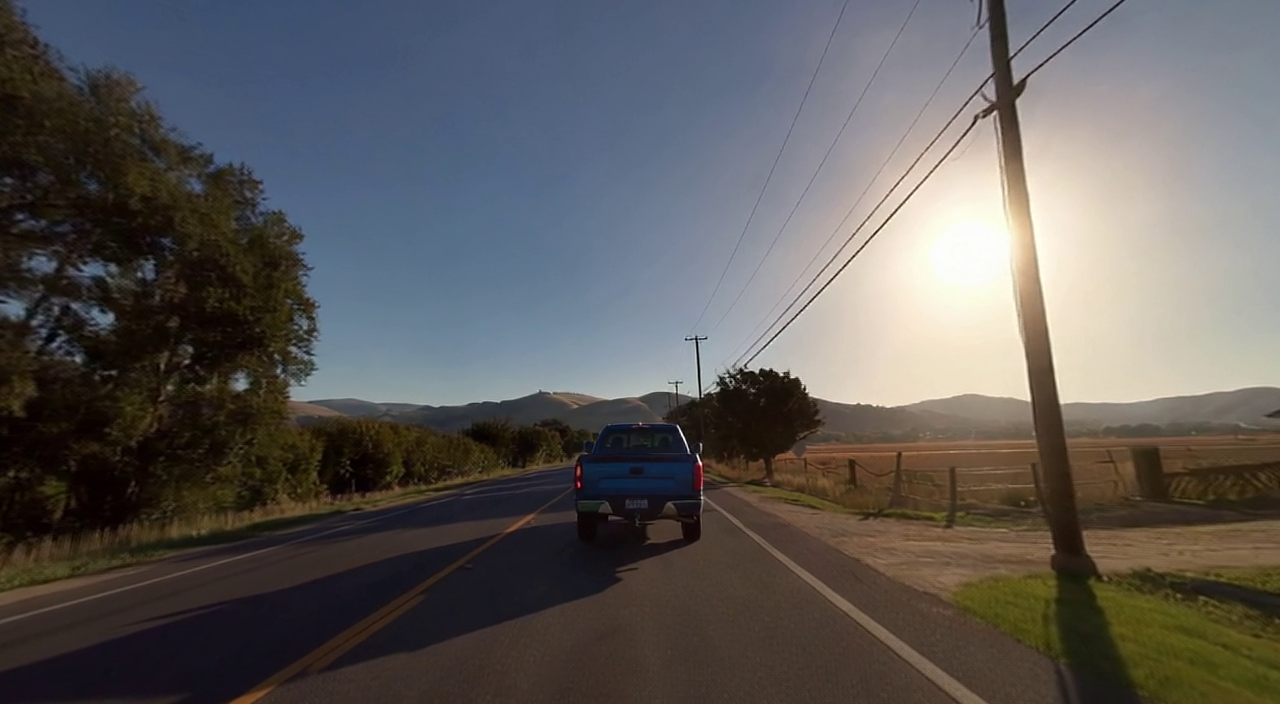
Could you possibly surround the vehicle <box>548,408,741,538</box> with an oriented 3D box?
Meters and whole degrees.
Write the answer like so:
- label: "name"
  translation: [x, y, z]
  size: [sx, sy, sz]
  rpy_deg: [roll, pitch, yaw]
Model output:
- label: "vehicle"
  translation: [0.030, 2.181, 12.111]
  size: [2.774, 1.861, 5.885]
  rpy_deg: [0, -8, -1]
